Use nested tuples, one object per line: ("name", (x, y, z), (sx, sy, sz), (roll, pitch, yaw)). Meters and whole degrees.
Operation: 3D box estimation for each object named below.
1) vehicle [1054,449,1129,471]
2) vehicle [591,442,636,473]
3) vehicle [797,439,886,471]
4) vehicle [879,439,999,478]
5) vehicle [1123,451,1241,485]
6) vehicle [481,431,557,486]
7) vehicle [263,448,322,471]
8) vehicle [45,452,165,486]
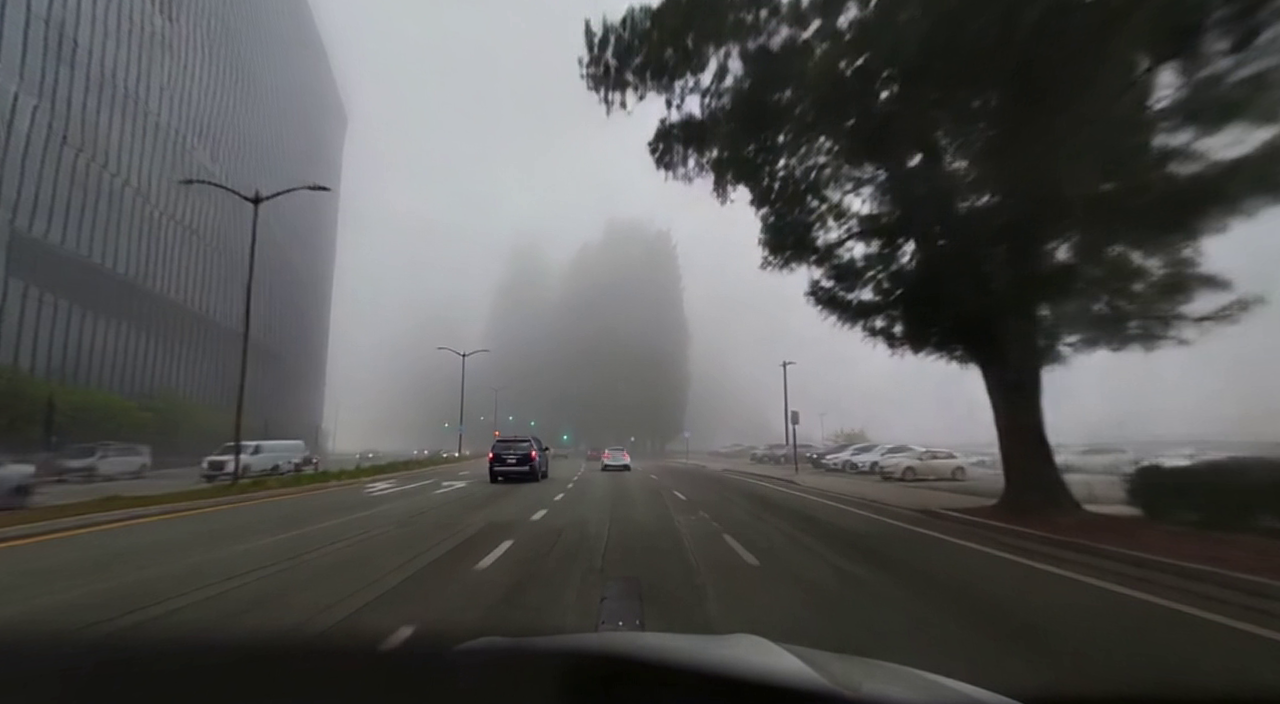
("vehicle", (30.840, 7.380, 43.337), (1.689, 1.351, 4.643), (0, -8, -1))
("vehicle", (-1.353, 5.109, 30.814), (2.050, 1.385, 4.096), (0, -8, -4))
("vehicle", (11.872, 6.087, 37.456), (4.569, 1.813, 1.872), (0, -8, -4))
("vehicle", (12.976, 4.661, 27.644), (4.264, 1.566, 1.854), (-1, -9, 2))
("vehicle", (25.620, 5.458, 30.103), (1.690, 1.365, 4.336), (-1, -8, -1))
("vehicle", (-4.279, 3.839, 23.059), (2.001, 1.784, 4.483), (0, -8, -2))
("vehicle", (-22.177, 6.864, 40.529), (1.751, 1.342, 4.414), (1, -8, -7))
("vehicle", (-25.348, 5.532, 30.183), (1.840, 1.430, 4.736), (0, -8, -4))
